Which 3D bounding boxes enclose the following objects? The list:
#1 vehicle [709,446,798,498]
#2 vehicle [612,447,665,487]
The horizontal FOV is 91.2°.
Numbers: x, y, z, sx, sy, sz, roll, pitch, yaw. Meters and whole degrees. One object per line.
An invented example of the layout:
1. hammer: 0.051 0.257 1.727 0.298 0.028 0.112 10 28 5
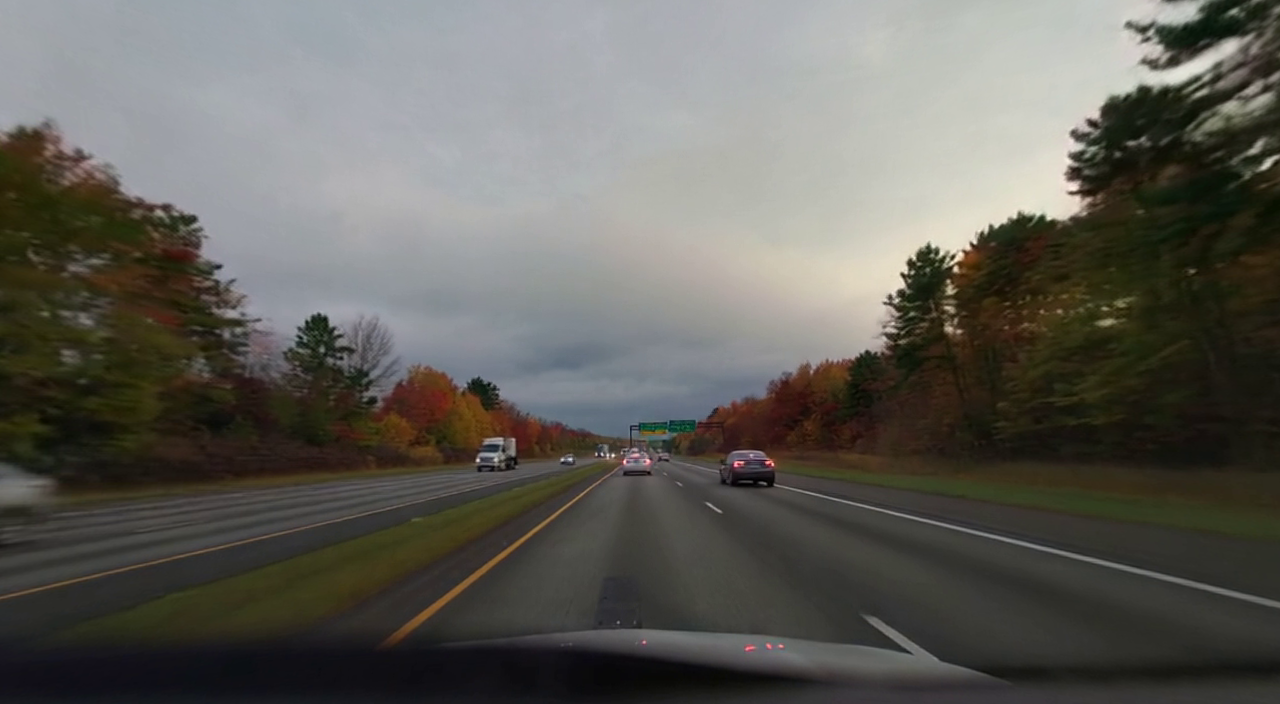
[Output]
1. vehicle: 3.675 3.965 21.115 2.119 1.557 4.163 0 -9 -1
2. vehicle: -0.056 4.933 27.136 2.070 1.546 4.648 0 -9 0
